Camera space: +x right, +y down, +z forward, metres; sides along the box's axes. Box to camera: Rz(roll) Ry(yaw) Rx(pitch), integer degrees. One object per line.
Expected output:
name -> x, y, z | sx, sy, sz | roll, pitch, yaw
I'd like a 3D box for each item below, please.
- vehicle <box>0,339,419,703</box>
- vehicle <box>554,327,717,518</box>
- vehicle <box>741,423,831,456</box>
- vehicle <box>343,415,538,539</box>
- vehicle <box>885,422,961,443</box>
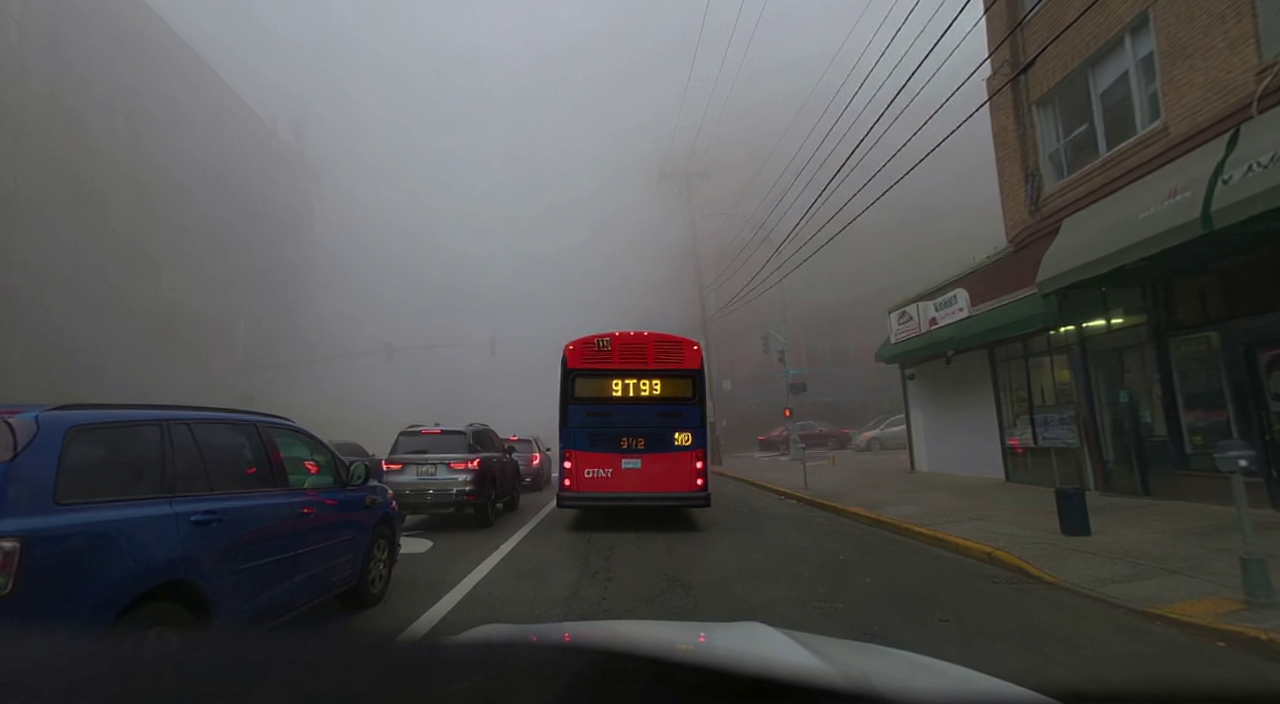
vehicle -> -3.213, 1.097, 3.988 | 2.020, 1.725, 4.384 | 0, -8, 0
vehicle -> -0.324, 1.990, 16.503 | 2.938, 3.468, 9.972 | 0, -9, -3
vehicle -> 9.961, 6.048, 43.506 | 5.788, 2.165, 2.491 | -2, -9, 10
vehicle -> -3.346, 2.203, 11.781 | 2.096, 1.828, 4.669 | 0, -8, 0
vehicle -> 21.198, 6.067, 47.355 | 4.827, 1.555, 1.863 | 1, -9, -7
